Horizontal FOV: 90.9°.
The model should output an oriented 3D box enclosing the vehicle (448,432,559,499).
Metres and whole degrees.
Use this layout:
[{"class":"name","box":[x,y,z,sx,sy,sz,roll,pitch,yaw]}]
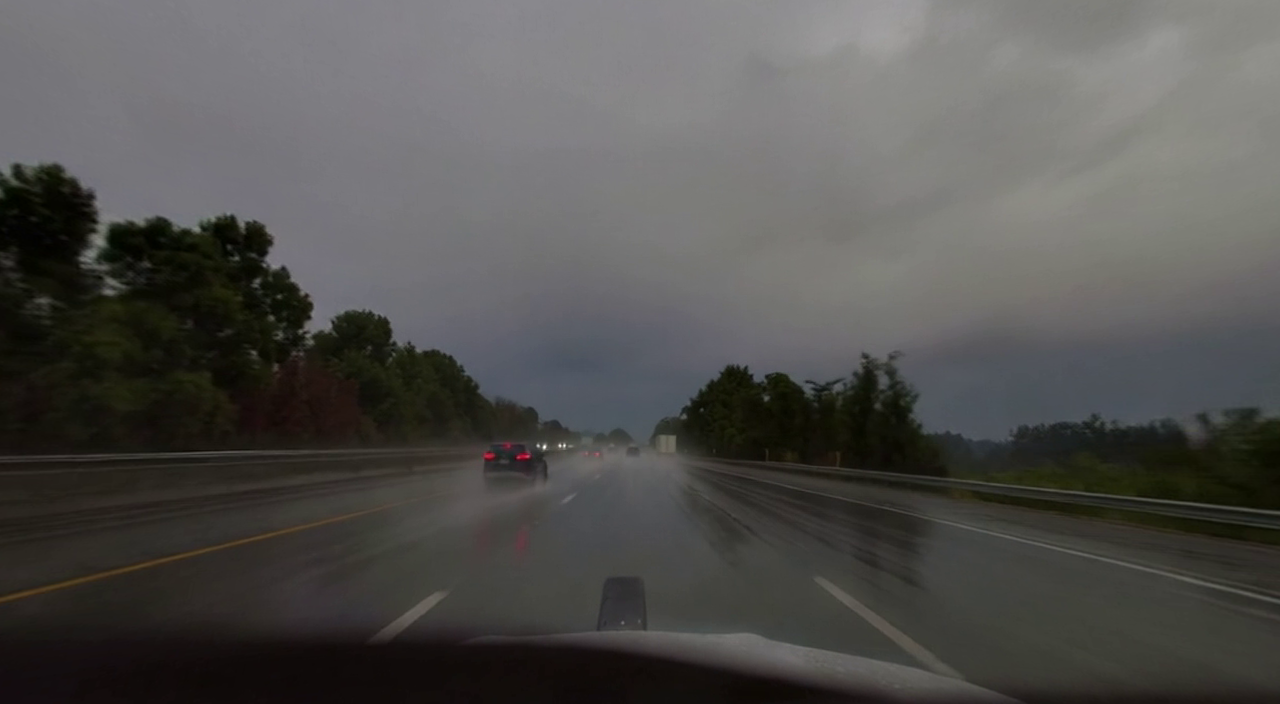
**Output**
[{"class":"vehicle","box":[-3.751,3.224,18.221,2.108,1.666,4.558,0,-9,1]}]
